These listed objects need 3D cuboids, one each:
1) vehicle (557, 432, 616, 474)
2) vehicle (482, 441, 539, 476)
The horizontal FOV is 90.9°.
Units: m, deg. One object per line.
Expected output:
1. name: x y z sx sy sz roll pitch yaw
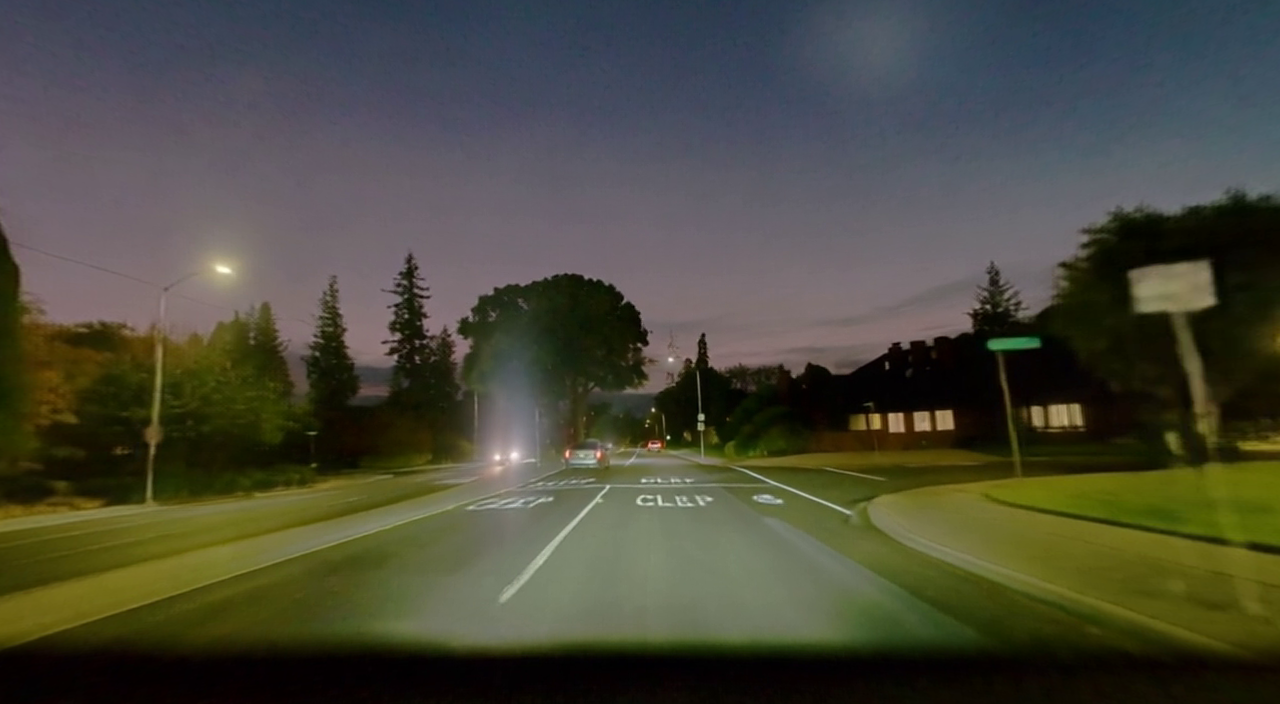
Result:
1. vehicle: -2.358 4.623 28.981 2.190 1.766 4.394 0 -8 1
2. vehicle: -6.180 5.142 30.611 1.972 1.514 4.241 1 -9 -2
